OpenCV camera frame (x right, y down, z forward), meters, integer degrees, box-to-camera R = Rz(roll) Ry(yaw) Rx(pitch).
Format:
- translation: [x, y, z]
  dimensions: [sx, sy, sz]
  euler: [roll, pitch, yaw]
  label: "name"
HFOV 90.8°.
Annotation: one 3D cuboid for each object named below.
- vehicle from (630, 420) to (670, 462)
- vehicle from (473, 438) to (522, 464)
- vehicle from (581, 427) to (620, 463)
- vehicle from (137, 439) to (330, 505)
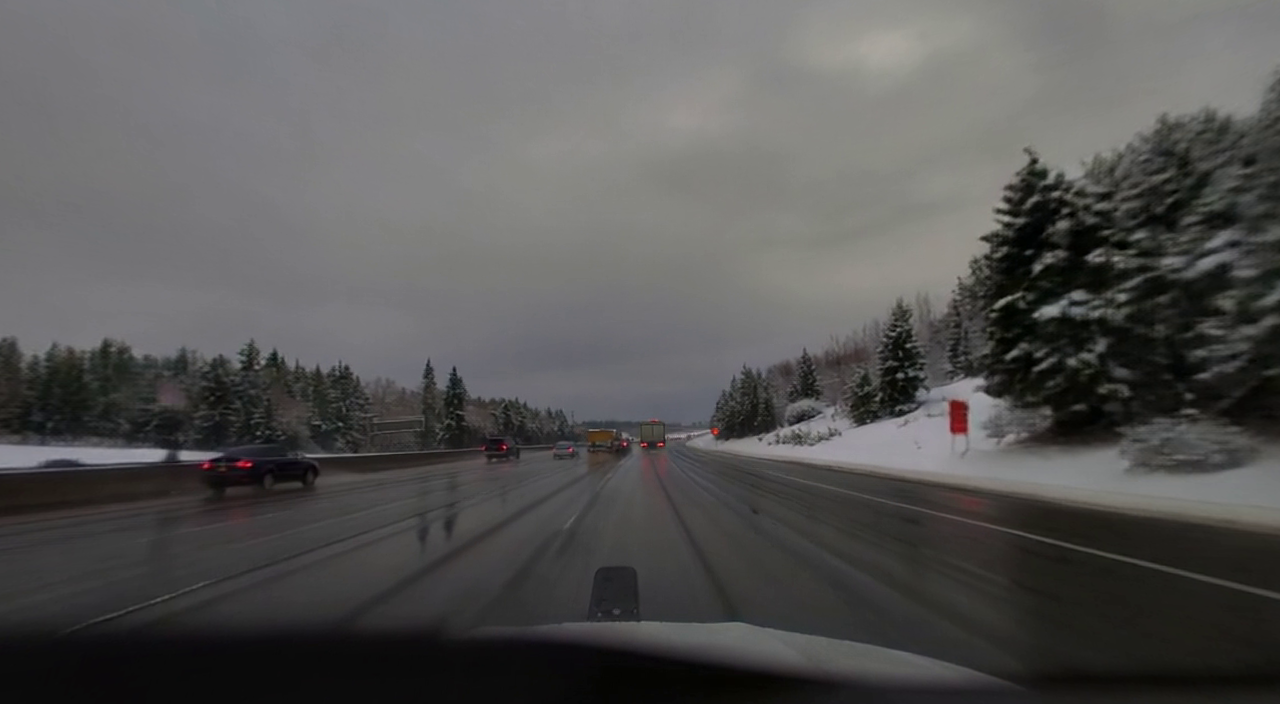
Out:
- translation: [0.755, 6.669, 47.565]
  dimensions: [2.768, 2.854, 6.757]
  euler: [1, -8, 1]
  label: "vehicle"
- translation: [-10.150, 7.103, 45.491]
  dimensions: [2.080, 1.777, 5.450]
  euler: [0, -8, 2]
  label: "vehicle"
- translation: [-2.880, 6.967, 47.132]
  dimensions: [2.328, 2.519, 5.238]
  euler: [0, -8, 2]
  label: "vehicle"
- translation: [-10.287, 3.036, 16.553]
  dimensions: [1.952, 1.457, 4.689]
  euler: [0, -8, 0]
  label: "vehicle"
